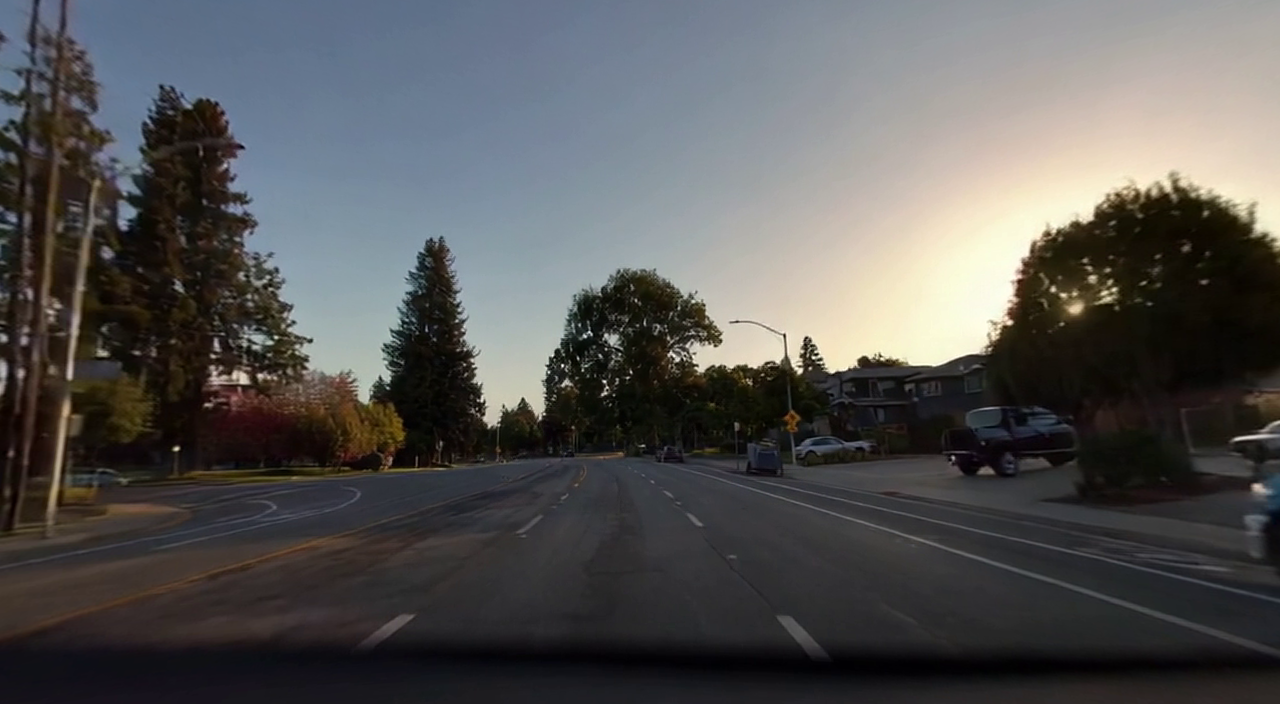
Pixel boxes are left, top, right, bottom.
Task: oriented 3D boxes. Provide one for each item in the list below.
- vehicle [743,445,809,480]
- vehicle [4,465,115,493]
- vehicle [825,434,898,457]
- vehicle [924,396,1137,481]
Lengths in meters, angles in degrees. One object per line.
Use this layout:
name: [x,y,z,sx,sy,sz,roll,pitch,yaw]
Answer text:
vehicle: [6.150,5.041,29.142,1.969,1.495,4.328,0,-9,-2]
vehicle: [-32.375,7.077,35.309,4.242,1.473,1.820,0,-9,-2]
vehicle: [16.348,6.945,46.748,4.658,1.468,1.905,-3,-9,-1]
vehicle: [12.816,2.880,21.086,5.348,2.455,2.419,-2,-9,-1]
